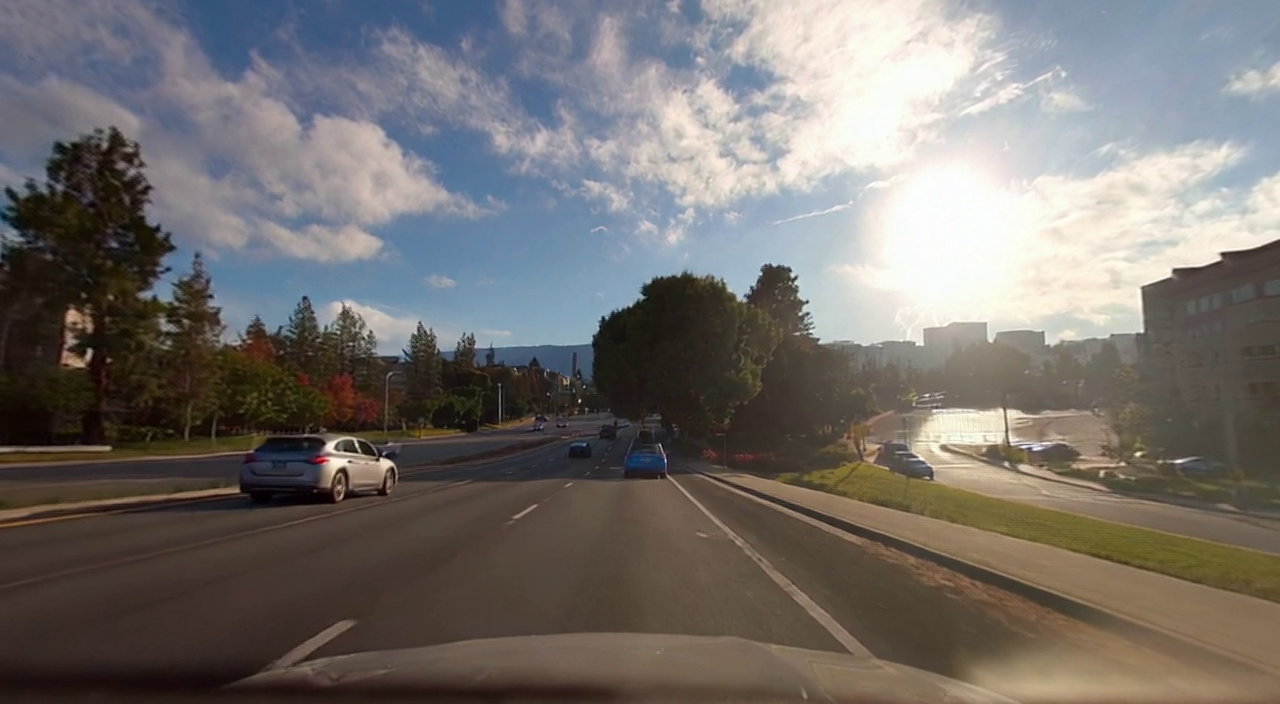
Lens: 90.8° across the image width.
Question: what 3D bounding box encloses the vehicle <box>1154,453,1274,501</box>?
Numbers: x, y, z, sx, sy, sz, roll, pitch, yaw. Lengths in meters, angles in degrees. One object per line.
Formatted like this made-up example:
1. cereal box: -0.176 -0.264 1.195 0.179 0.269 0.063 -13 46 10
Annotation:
1. vehicle: 34.322 7.426 37.959 4.850 1.840 1.939 5 1 22

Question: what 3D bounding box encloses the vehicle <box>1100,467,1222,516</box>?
1. vehicle: 26.148 6.957 31.941 1.975 1.950 4.526 0 -7 -5

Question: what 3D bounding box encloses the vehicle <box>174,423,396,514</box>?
1. vehicle: -7.471 2.512 14.116 1.997 1.650 5.090 0 -9 0

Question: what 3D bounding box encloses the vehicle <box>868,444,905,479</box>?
1. vehicle: 17.883 7.915 46.030 1.849 1.958 4.453 -2 -3 13

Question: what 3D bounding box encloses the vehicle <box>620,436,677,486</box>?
1. vehicle: 0.333 4.393 25.785 2.125 1.830 4.370 0 -9 0

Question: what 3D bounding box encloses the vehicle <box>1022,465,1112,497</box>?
1. vehicle: 25.588 7.738 38.074 1.862 1.481 4.503 0 -7 -9
